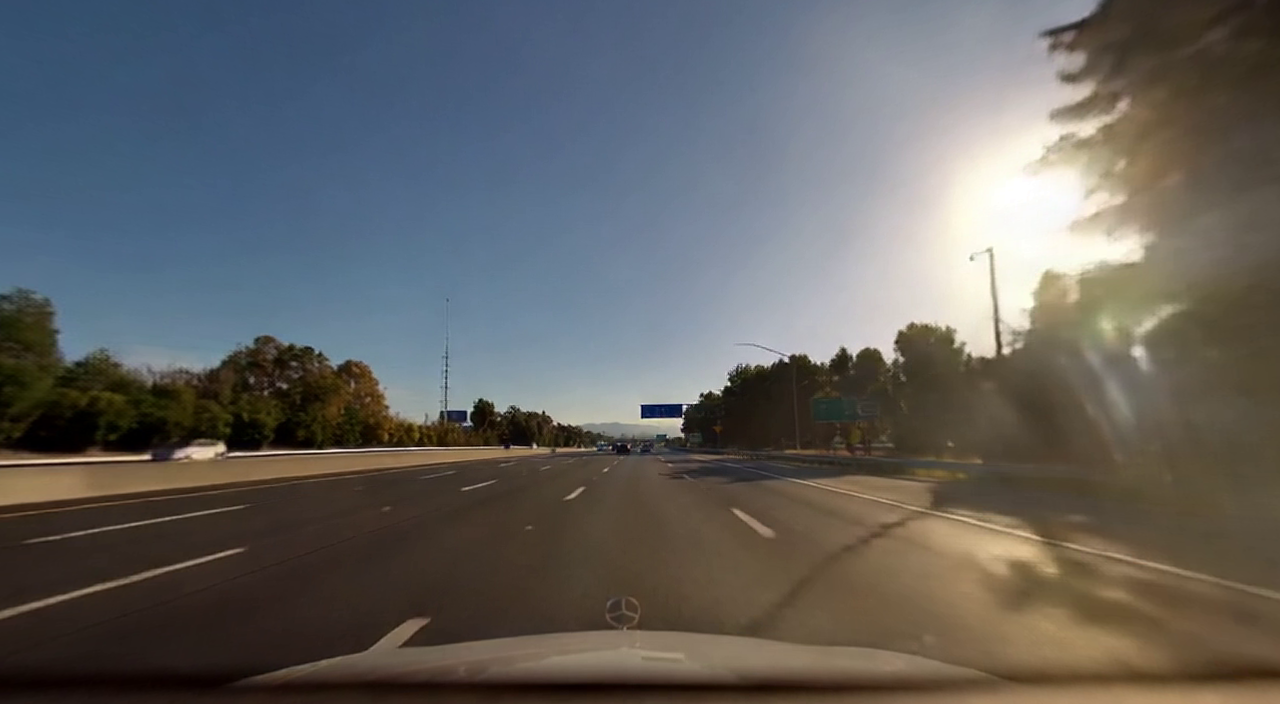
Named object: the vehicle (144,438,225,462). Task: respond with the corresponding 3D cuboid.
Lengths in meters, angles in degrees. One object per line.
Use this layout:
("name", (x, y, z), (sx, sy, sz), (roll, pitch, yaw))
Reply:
("vehicle", (-35.957, 7.788, 49.935), (2.097, 1.760, 5.630), (0, -9, 1))
